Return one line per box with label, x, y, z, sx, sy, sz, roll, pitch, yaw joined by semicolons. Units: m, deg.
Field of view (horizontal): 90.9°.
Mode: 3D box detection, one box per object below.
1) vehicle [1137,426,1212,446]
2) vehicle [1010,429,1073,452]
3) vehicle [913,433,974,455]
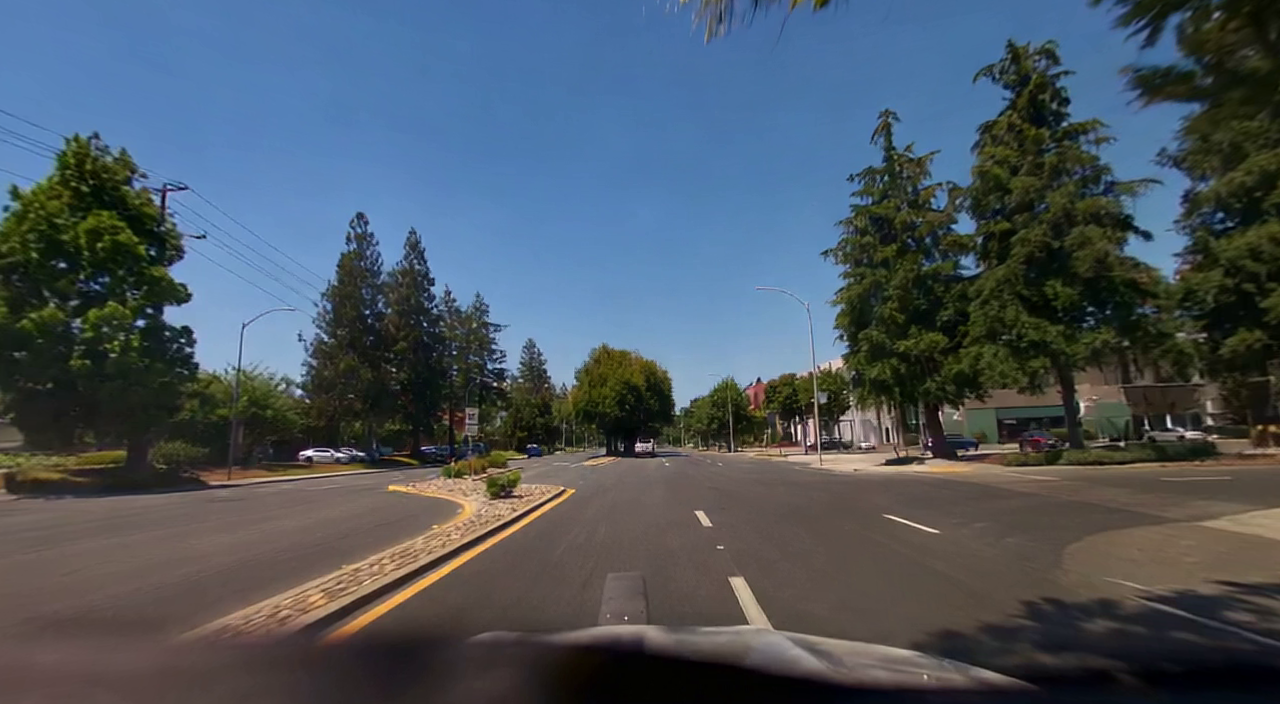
vehicle;42.149;6.671;49.821;1.921;1.510;4.683;0;-8;2
vehicle;29.937;6.627;47.114;1.854;1.604;4.333;0;-8;0
vehicle;22.474;6.844;46.920;2.009;1.533;5.047;0;-8;0
